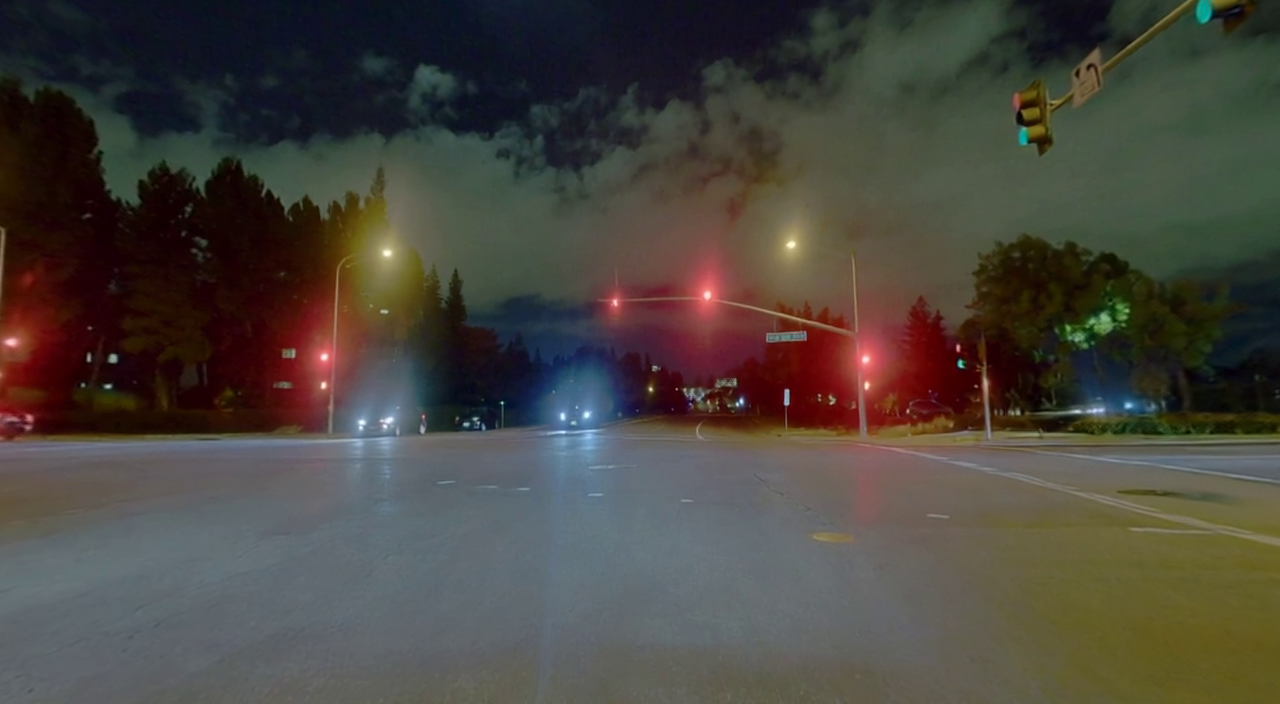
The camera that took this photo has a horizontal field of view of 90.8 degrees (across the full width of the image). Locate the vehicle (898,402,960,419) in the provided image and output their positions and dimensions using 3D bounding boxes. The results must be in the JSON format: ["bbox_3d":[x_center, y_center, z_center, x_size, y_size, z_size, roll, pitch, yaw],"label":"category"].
[{"bbox_3d":[22.349,4.524,48.948,3.933,1.219,1.700,0,-9,4],"label":"vehicle"}]

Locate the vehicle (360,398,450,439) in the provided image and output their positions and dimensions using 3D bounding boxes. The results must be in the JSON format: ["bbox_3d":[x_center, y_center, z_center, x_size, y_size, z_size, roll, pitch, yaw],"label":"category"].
[{"bbox_3d":[-12.276,3.596,33.424,2.340,1.902,4.920,-1,-9,8],"label":"vehicle"}]

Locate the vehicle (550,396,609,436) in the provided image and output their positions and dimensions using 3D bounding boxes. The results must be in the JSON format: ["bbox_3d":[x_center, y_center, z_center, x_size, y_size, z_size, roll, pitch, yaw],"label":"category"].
[{"bbox_3d":[-3.178,3.592,34.583,2.306,1.907,5.382,-1,-9,5],"label":"vehicle"}]

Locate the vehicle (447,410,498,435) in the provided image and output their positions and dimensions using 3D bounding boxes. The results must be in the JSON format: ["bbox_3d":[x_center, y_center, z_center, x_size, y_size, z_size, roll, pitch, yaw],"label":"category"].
[{"bbox_3d":[-10.986,4.718,41.836,1.899,1.510,4.294,-1,-9,4],"label":"vehicle"}]
